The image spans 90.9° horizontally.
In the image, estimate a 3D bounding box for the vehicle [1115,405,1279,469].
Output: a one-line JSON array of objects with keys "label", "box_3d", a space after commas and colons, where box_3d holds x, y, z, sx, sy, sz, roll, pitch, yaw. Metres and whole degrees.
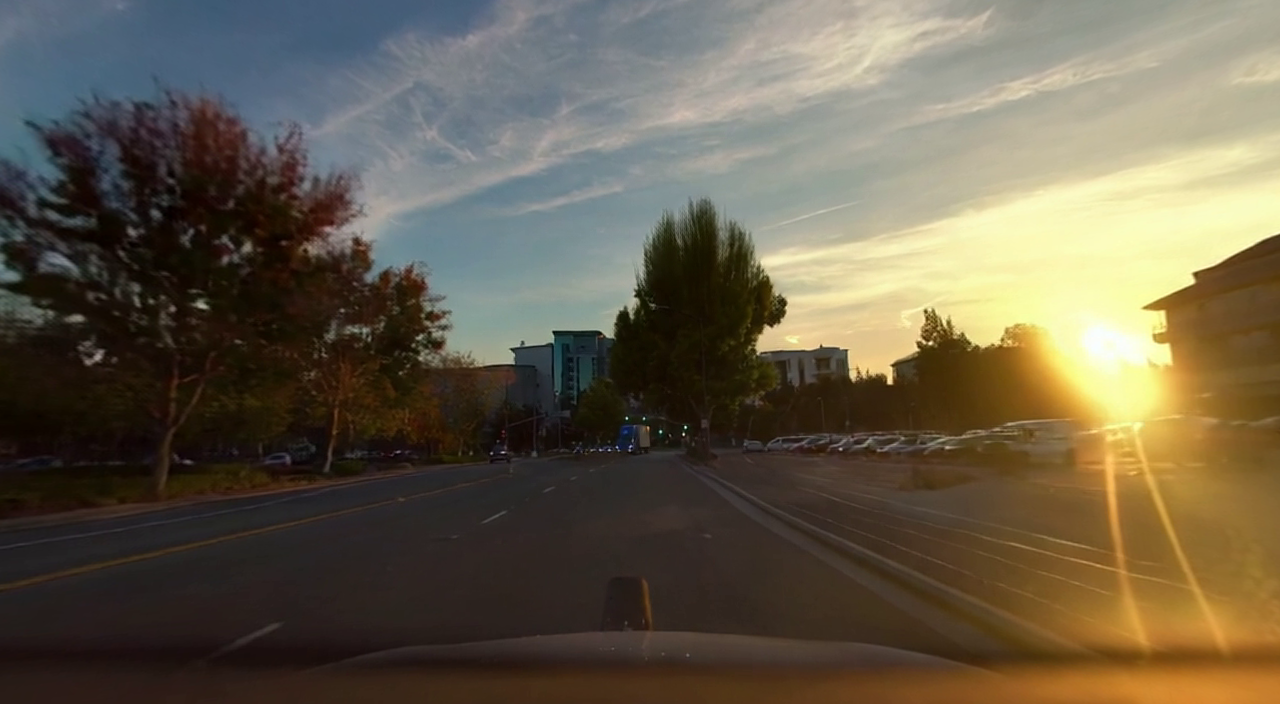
[{"label": "vehicle", "box_3d": [17.445, 2.635, 19.354, 4.653, 1.782, 2.042, 3, -9, -16]}]

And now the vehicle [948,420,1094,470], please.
[{"label": "vehicle", "box_3d": [16.435, 4.034, 27.326, 5.051, 2.038, 2.142, 1, -9, -9]}]
